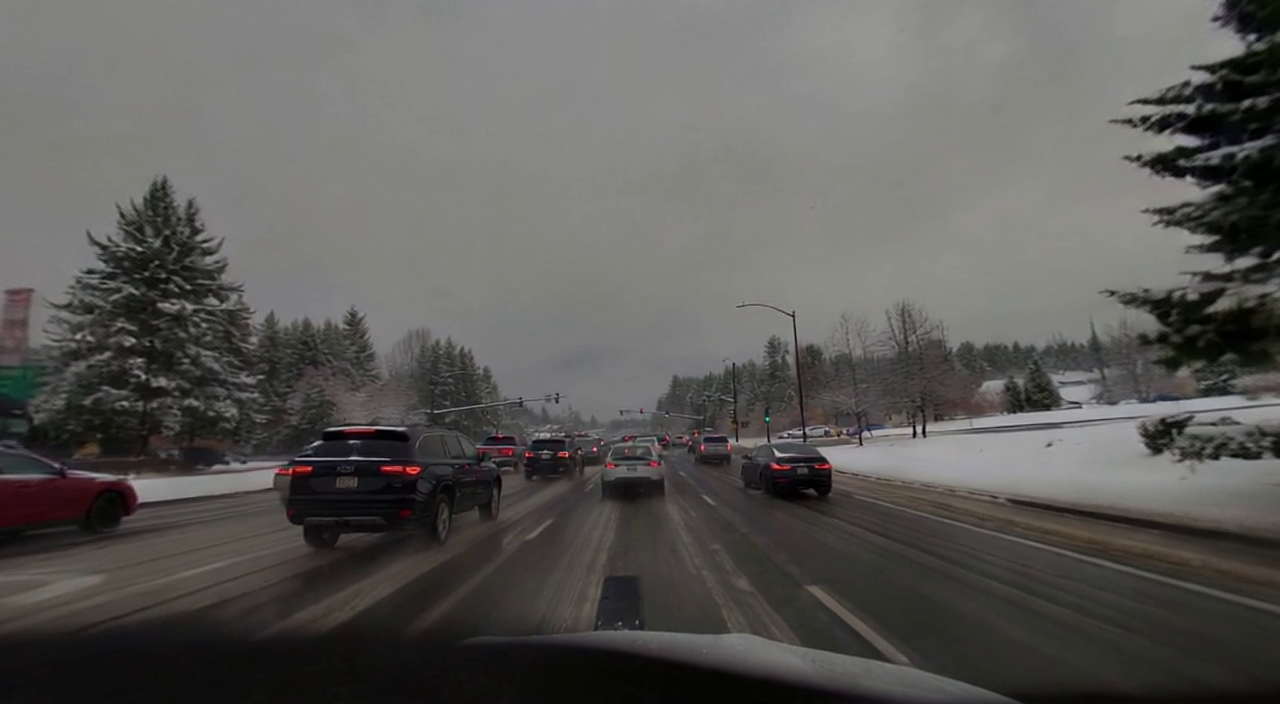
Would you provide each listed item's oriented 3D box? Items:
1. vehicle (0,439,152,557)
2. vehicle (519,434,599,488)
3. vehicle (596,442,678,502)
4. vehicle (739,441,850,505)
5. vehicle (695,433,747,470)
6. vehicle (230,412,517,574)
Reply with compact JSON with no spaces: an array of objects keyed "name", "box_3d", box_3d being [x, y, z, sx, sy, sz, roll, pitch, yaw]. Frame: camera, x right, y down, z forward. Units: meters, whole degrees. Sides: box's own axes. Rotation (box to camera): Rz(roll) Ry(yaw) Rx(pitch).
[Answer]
[{"name":"vehicle","box_3d":[-9.198,1.874,8.170,2.146,1.480,4.589,0,-9,-1]},{"name":"vehicle","box_3d":[-2.886,4.036,23.678,2.218,1.829,4.492,-1,-9,3]},{"name":"vehicle","box_3d":[-0.058,3.340,18.048,2.030,1.477,4.330,0,-9,1]},{"name":"vehicle","box_3d":[3.939,3.148,16.918,1.884,1.463,4.195,0,-9,0]},{"name":"vehicle","box_3d":[4.236,5.304,33.770,2.099,1.845,4.363,0,-9,-1]},{"name":"vehicle","box_3d":[-3.424,1.938,9.607,2.111,1.745,5.274,0,-9,-1]}]
